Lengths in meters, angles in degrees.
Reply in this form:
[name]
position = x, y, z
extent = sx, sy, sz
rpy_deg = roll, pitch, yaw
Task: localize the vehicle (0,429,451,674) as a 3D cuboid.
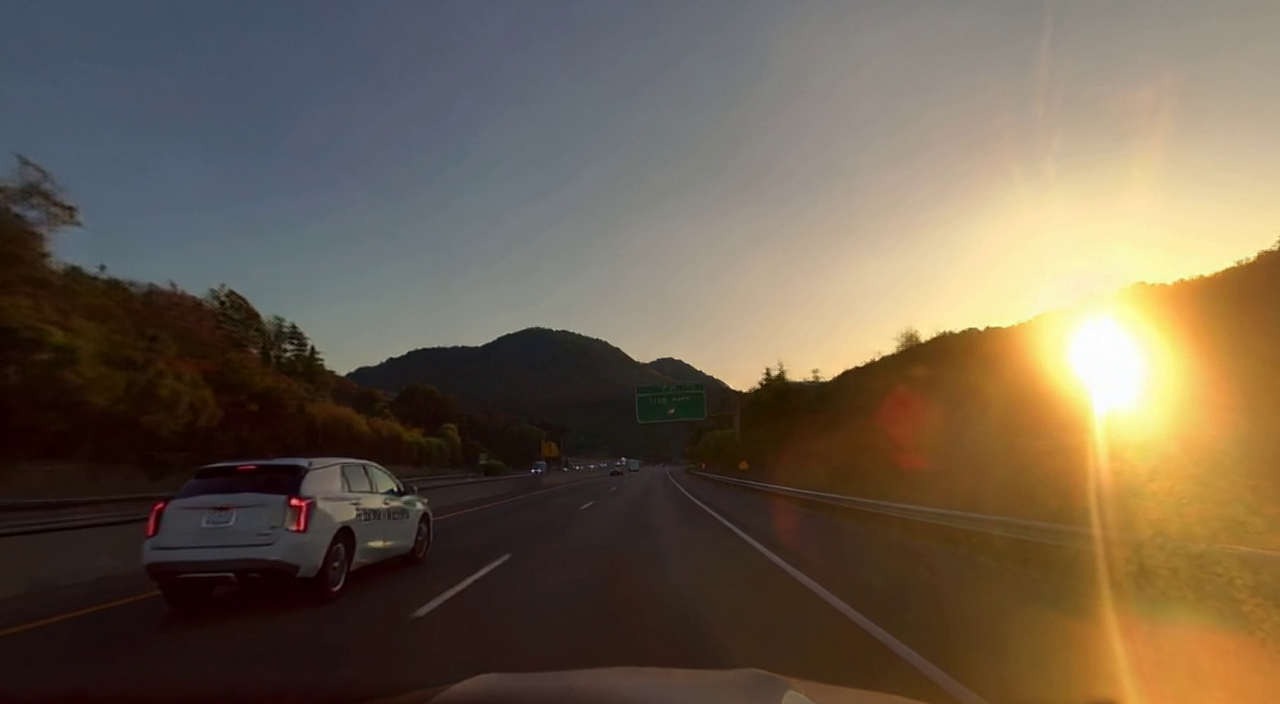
[vehicle]
position = -3.859, 1.725, 6.589
extent = 2.135, 1.506, 5.041
rpy_deg = 1, -10, 1
